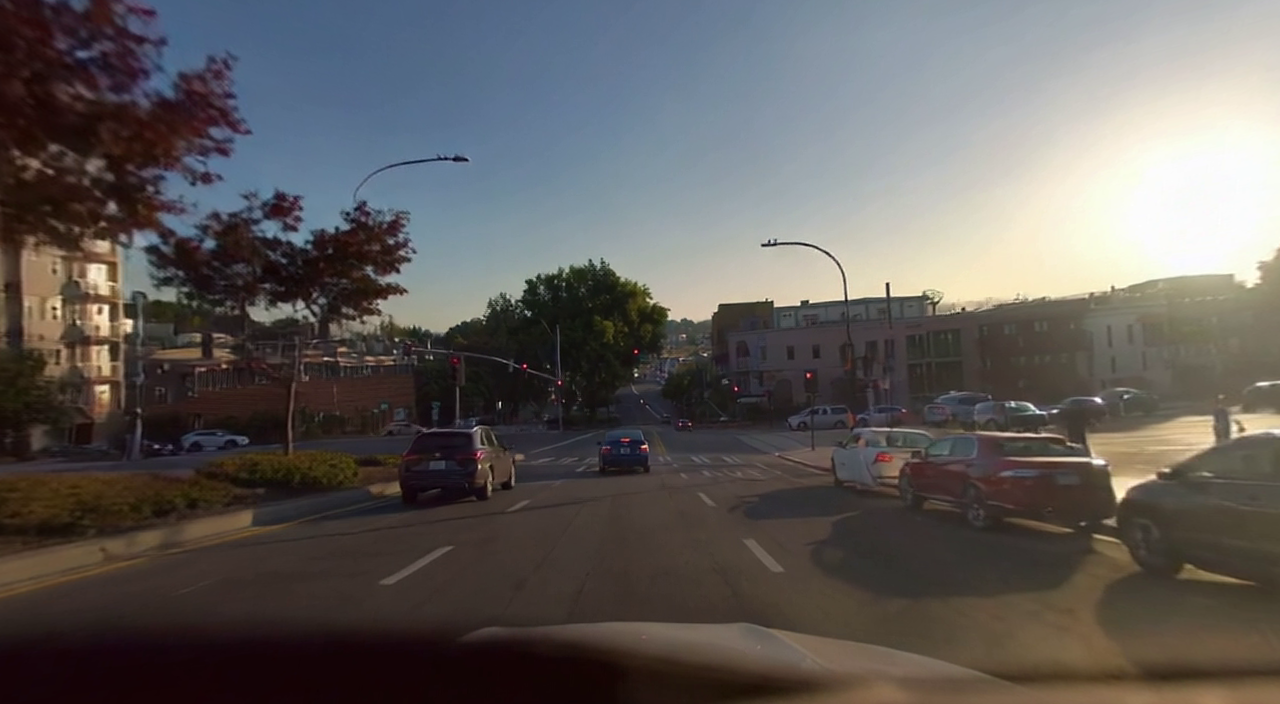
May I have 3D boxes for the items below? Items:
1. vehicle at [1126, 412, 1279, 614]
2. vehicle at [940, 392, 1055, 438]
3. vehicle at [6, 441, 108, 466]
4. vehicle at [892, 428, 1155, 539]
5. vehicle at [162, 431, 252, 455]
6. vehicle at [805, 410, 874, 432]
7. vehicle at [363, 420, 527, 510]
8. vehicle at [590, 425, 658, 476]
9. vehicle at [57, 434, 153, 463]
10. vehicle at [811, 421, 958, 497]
[{"bbox_3d":[6.204,1.297,5.003,1.877,1.642,3.572,0,-8,2],"label":"vehicle"},{"bbox_3d":[21.622,3.869,38.333,5.756,2.653,2.403,2,-8,-12],"label":"vehicle"},{"bbox_3d":[-34.772,6.048,37.773,3.957,1.396,2.134,0,-9,1],"label":"vehicle"},{"bbox_3d":[6.107,2.115,10.797,1.959,1.513,4.104,0,-8,1],"label":"vehicle"},{"bbox_3d":[-27.807,5.847,40.685,4.453,1.471,1.921,-1,-8,4],"label":"vehicle"},{"bbox_3d":[15.144,5.284,48.076,4.775,1.604,1.915,3,-9,-20],"label":"vehicle"},{"bbox_3d":[-3.728,2.254,13.051,1.934,1.522,4.464,0,-8,0],"label":"vehicle"},{"bbox_3d":[-0.482,3.278,21.168,2.082,1.520,3.896,0,-8,0],"label":"vehicle"},{"bbox_3d":[-34.987,6.312,41.367,4.698,1.833,1.887,-1,-8,6],"label":"vehicle"},{"bbox_3d":[6.158,2.753,16.610,1.904,1.705,4.510,0,-8,-2],"label":"vehicle"}]
